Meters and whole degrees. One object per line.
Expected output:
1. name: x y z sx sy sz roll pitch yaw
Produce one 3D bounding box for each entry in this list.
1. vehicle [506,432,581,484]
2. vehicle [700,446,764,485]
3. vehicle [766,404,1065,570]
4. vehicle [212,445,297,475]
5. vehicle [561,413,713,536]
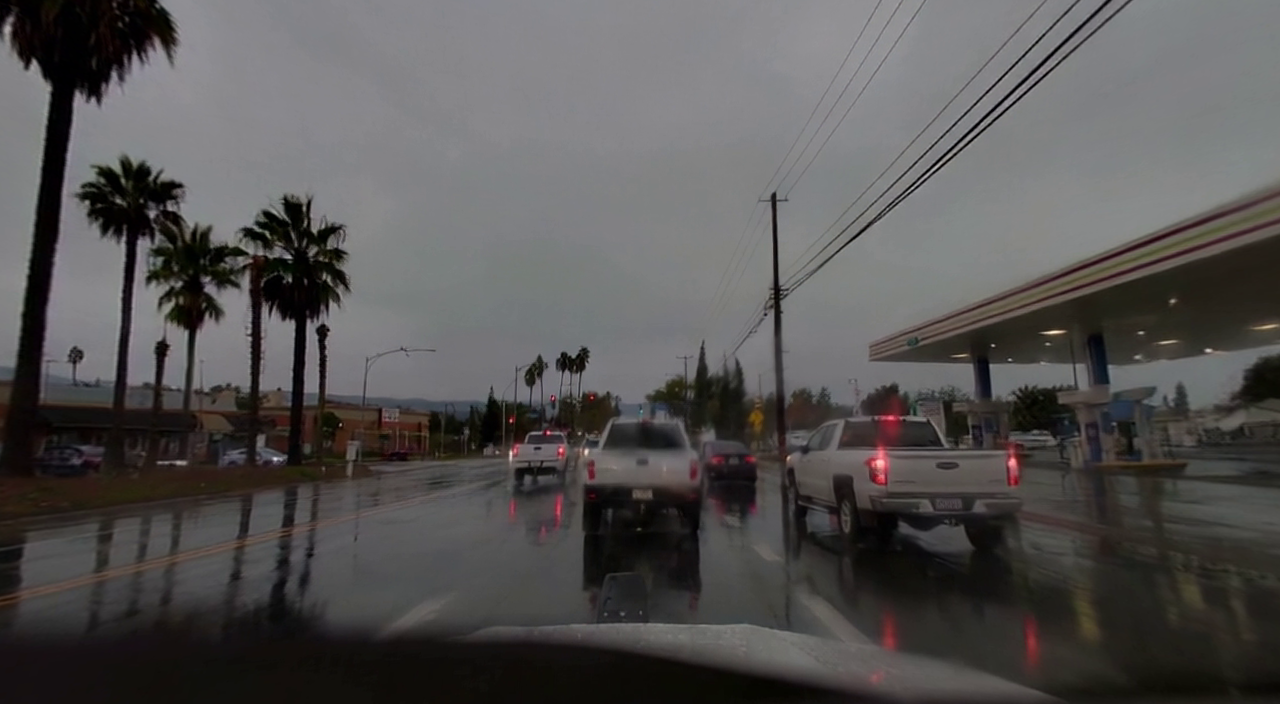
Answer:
1. vehicle: -3.629 4.107 24.569 2.071 1.811 4.605 0 -8 2
2. vehicle: 3.488 4.368 24.507 1.901 1.401 3.965 0 -8 0
3. vehicle: 3.610 1.903 9.774 2.120 1.828 5.531 0 -8 0
4. vehicle: -29.067 8.098 47.678 2.543 2.092 6.613 0 -8 -3
5. vehicle: 0.020 2.247 12.266 2.295 1.835 5.471 0 -8 1
